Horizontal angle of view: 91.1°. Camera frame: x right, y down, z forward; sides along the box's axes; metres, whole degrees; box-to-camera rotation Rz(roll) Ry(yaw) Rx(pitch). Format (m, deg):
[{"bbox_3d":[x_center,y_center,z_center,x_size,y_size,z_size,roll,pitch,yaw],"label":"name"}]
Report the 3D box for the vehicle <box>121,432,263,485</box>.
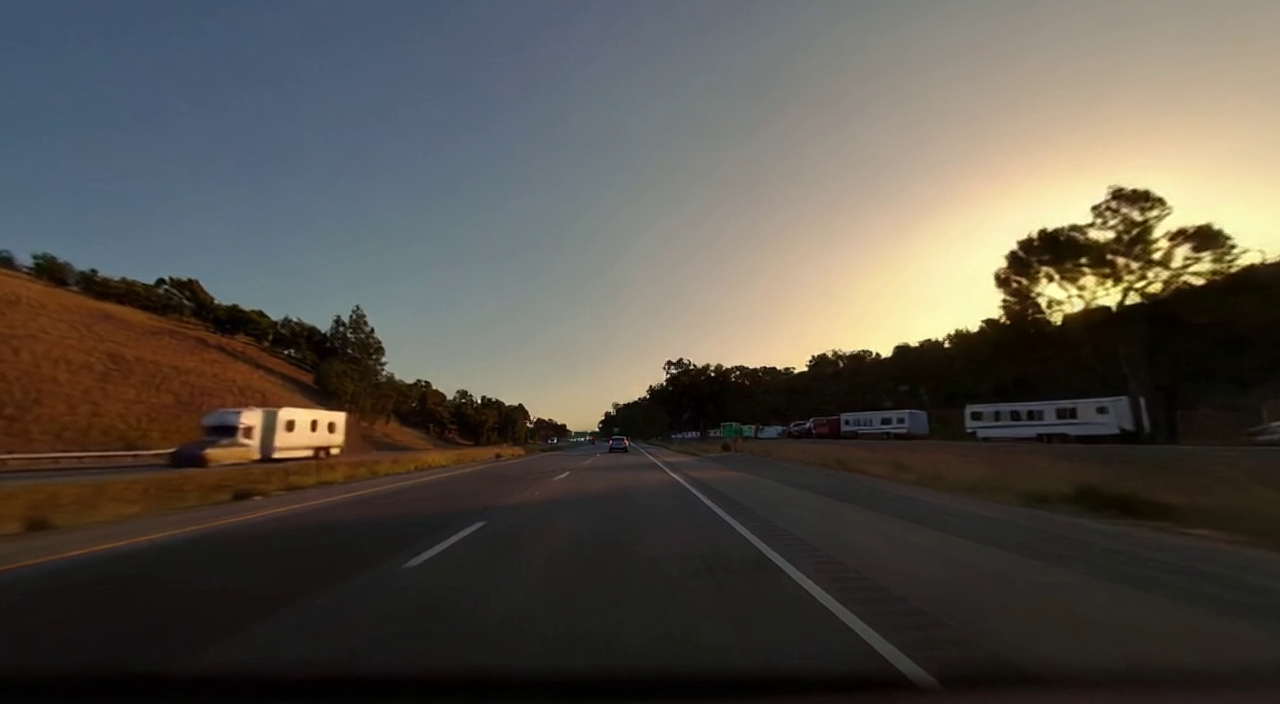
[{"bbox_3d":[-17.619,4.165,25.130,2.077,1.896,5.013,0,-8,-1],"label":"vehicle"}]
